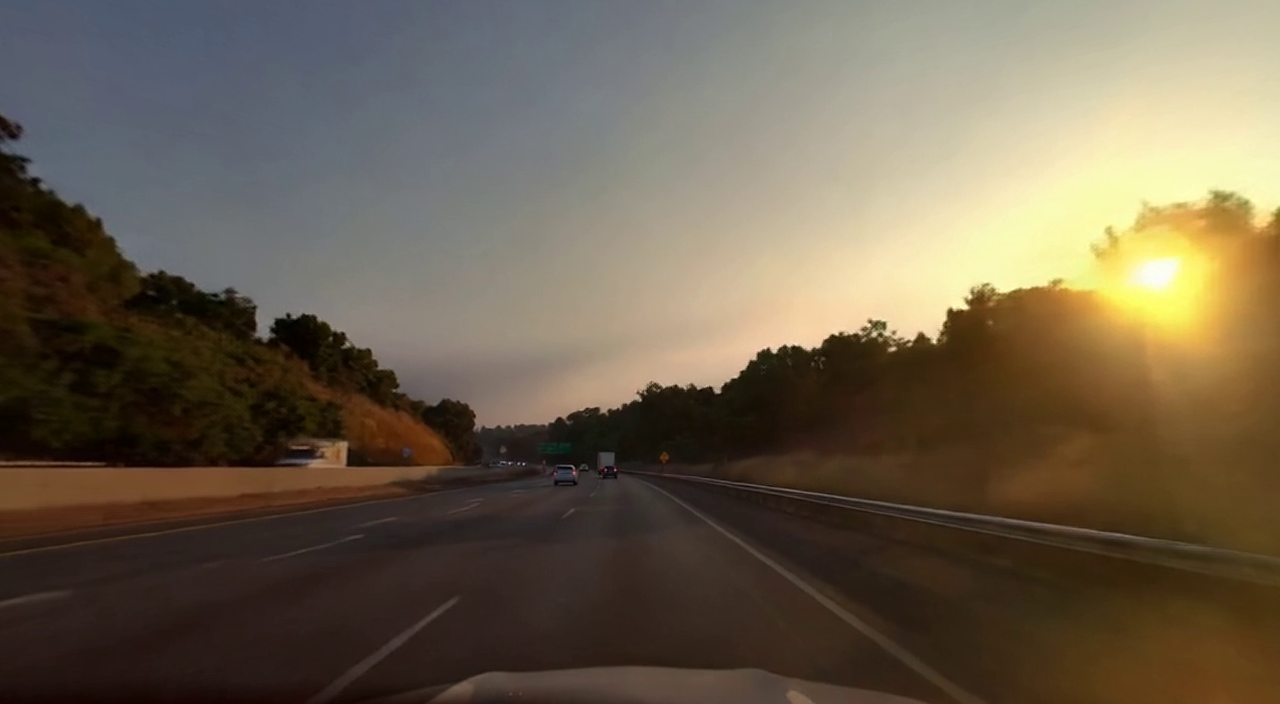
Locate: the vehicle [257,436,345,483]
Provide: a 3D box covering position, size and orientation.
[{"bbox_3d":[-22.805,7.363,42.789,2.701,2.920,5.854,1,-11,-1],"label":"vehicle"}]

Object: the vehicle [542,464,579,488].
[{"bbox_3d":[-5.412,8.573,43.609,2.115,1.546,4.638,1,-11,-2],"label":"vehicle"}]
